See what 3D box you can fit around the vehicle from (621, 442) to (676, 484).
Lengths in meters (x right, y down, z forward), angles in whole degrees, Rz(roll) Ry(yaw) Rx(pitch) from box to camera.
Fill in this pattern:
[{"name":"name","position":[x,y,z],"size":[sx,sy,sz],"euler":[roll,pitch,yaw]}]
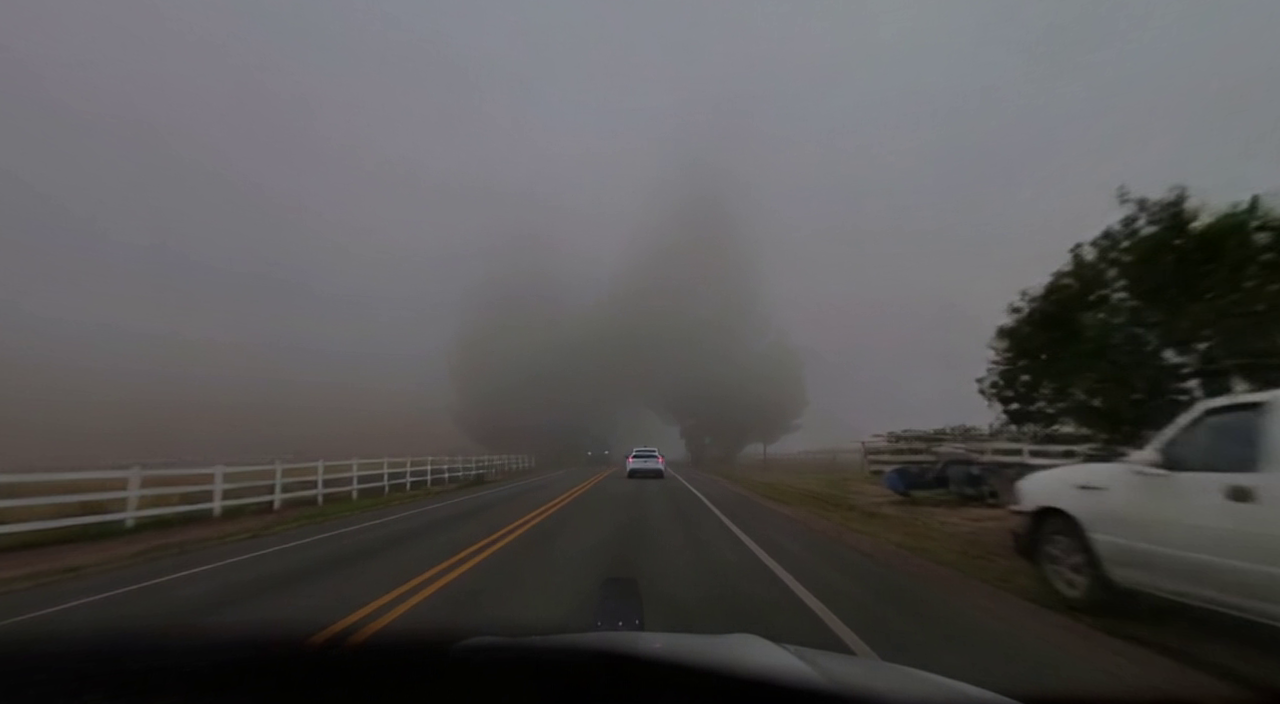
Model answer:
[{"name":"vehicle","position":[0.351,4.717,27.103],"size":[2.158,1.669,4.006],"euler":[0,-9,1]}]

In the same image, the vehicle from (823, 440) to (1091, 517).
[{"name":"vehicle","position":[6.826,2.767,14.239],"size":[4.979,1.503,2.010],"euler":[-3,-9,20]}]

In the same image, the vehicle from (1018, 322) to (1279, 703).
[{"name":"vehicle","position":[4.392,0.801,2.908],"size":[2.348,1.969,5.269],"euler":[-1,-9,5]}]
